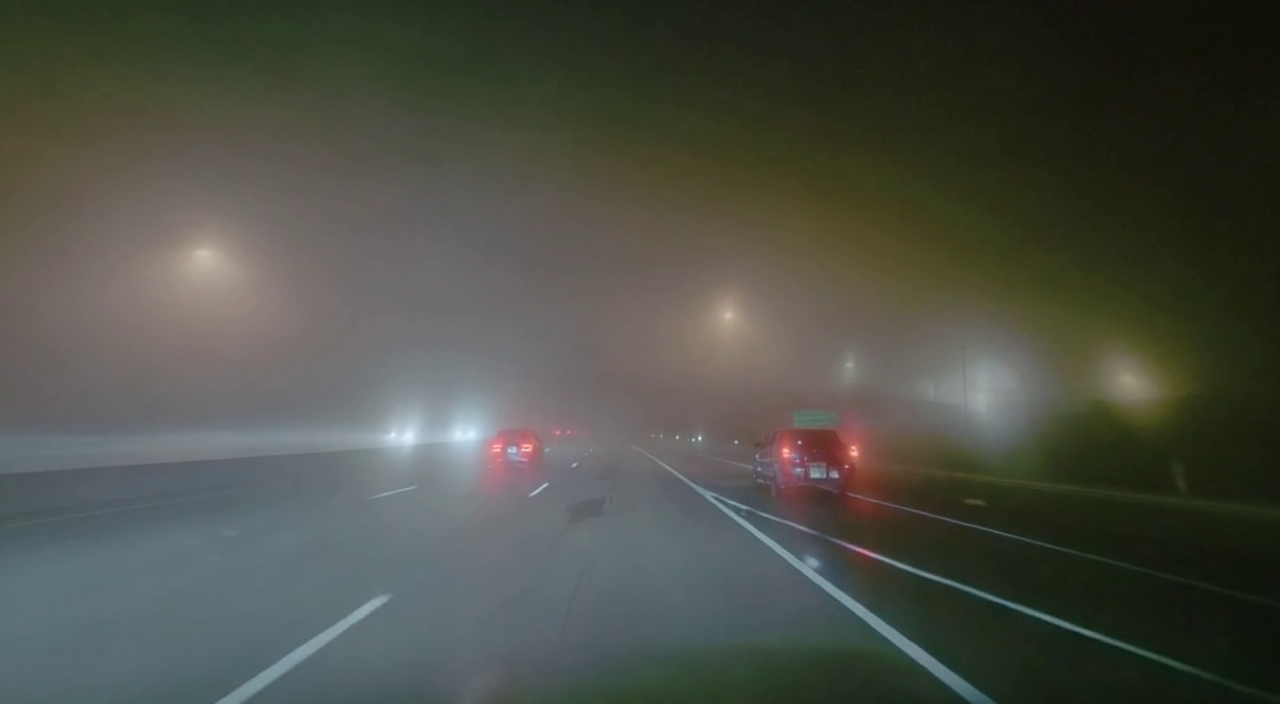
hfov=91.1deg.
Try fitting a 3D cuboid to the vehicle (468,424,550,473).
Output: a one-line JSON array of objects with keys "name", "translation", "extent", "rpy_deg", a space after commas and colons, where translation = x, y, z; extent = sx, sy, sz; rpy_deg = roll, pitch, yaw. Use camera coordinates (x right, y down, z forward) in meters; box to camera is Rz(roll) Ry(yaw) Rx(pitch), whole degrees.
[{"name": "vehicle", "translation": [-4.773, 3.594, 23.729], "extent": [2.123, 1.601, 4.887], "rpy_deg": [0, -8, -1]}]
